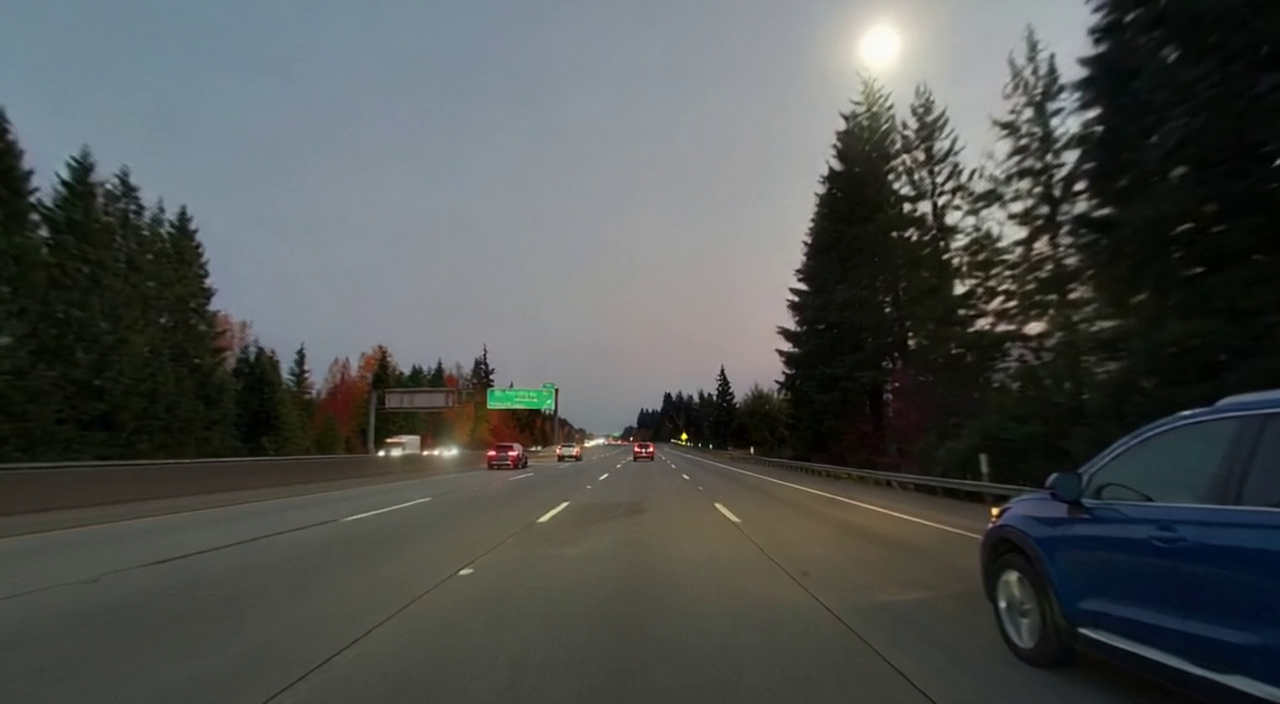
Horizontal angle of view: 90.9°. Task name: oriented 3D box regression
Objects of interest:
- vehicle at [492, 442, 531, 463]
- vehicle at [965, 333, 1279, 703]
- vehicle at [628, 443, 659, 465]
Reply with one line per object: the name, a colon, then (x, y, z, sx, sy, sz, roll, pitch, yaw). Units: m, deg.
vehicle: (-9.643, 7.562, 47.712, 1.965, 1.473, 4.313, 0, -8, 1)
vehicle: (3.350, 0.796, 2.258, 2.120, 1.706, 4.226, 0, -8, 1)
vehicle: (0.223, 6.935, 43.023, 1.985, 1.450, 4.266, 0, -8, 0)
